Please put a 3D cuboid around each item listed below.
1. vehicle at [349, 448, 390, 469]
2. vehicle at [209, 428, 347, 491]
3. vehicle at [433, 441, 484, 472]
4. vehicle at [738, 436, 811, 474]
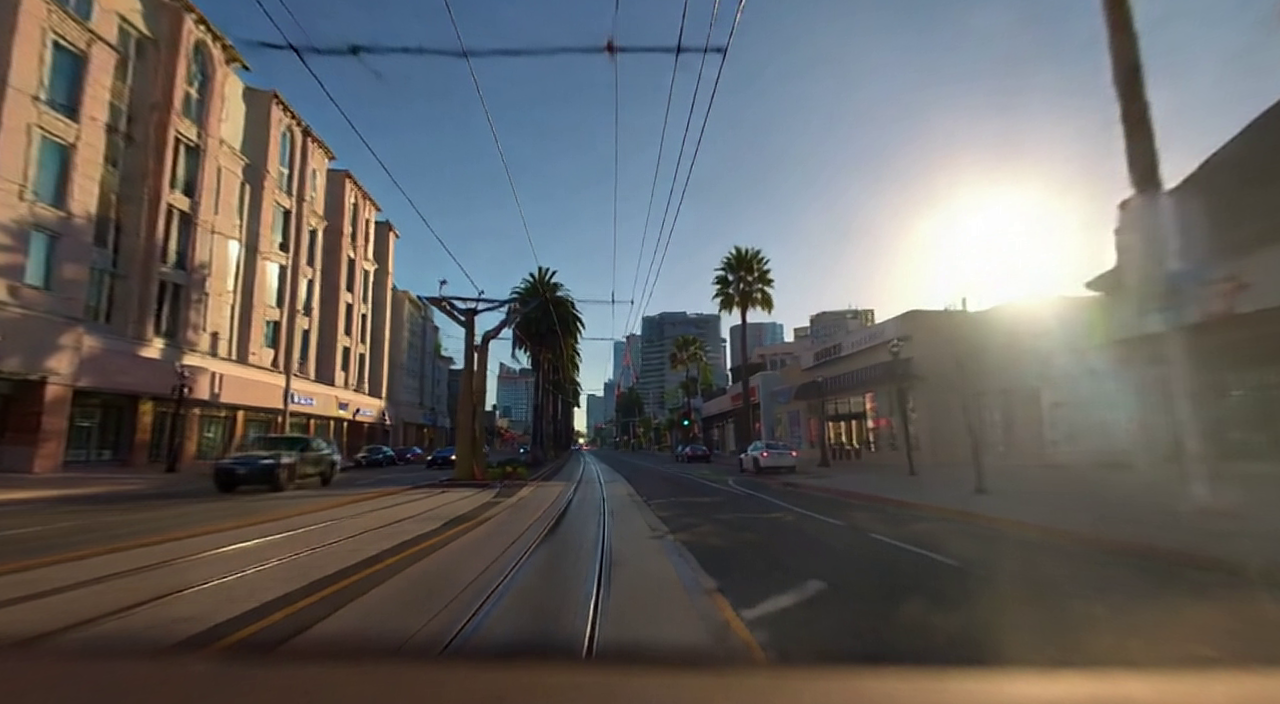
[{"bbox_3d":[-20.394,8.023,47.629,1.819,1.450,3.003,1,-8,-3],"label":"vehicle"},{"bbox_3d":[-12.021,3.591,21.405,2.127,1.892,4.655,1,-8,-4],"label":"vehicle"},{"bbox_3d":[-10.240,5.911,35.892,2.013,1.590,4.241,1,-8,-5],"label":"vehicle"},{"bbox_3d":[6.346,4.922,30.418,1.995,1.677,4.863,1,-8,-6],"label":"vehicle"}]
